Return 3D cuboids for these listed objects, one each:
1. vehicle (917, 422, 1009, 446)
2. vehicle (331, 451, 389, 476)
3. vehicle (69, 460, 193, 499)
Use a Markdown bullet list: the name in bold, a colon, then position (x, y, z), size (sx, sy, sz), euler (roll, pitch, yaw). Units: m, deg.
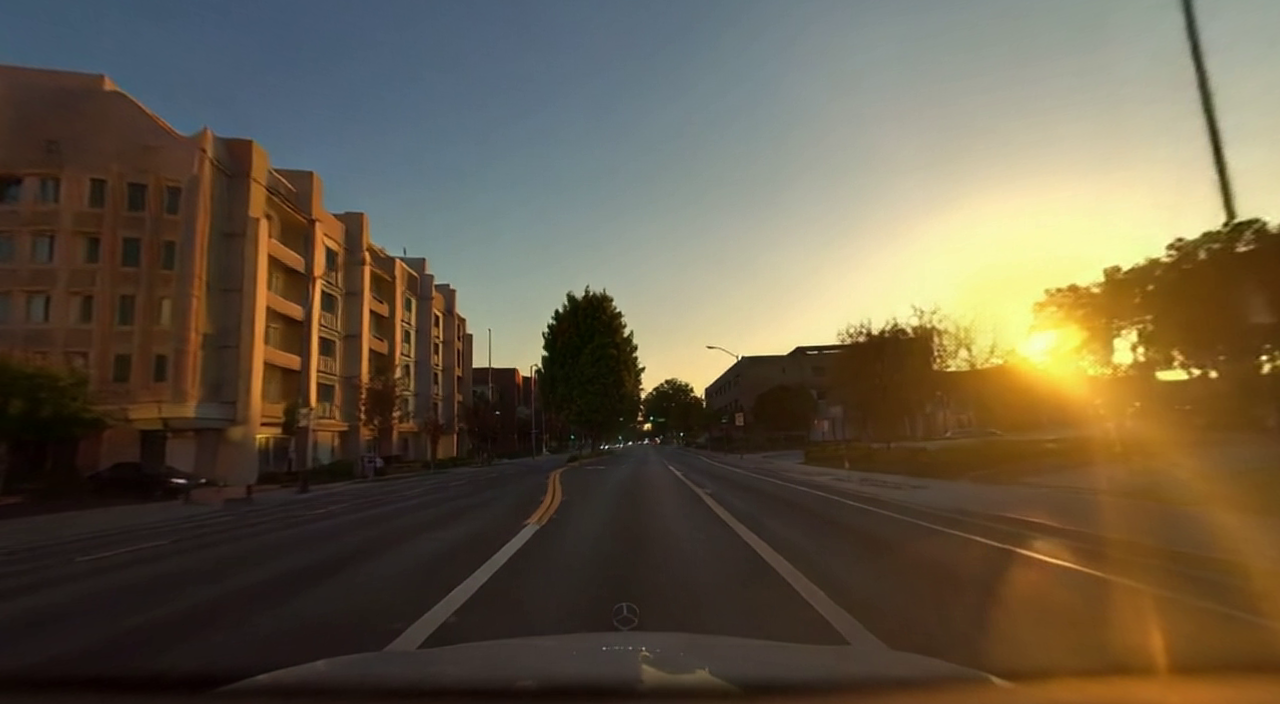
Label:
- **vehicle**: position (19.777, 5.039, 38.809), size (4.621, 1.393, 1.824), euler (-1, -9, 3)
- **vehicle**: position (-21.343, 8.505, 48.381), size (2.030, 1.759, 4.949), euler (-1, -8, 2)
- **vehicle**: position (-23.682, 5.915, 29.646), size (2.067, 1.644, 4.216), euler (0, -9, 4)
